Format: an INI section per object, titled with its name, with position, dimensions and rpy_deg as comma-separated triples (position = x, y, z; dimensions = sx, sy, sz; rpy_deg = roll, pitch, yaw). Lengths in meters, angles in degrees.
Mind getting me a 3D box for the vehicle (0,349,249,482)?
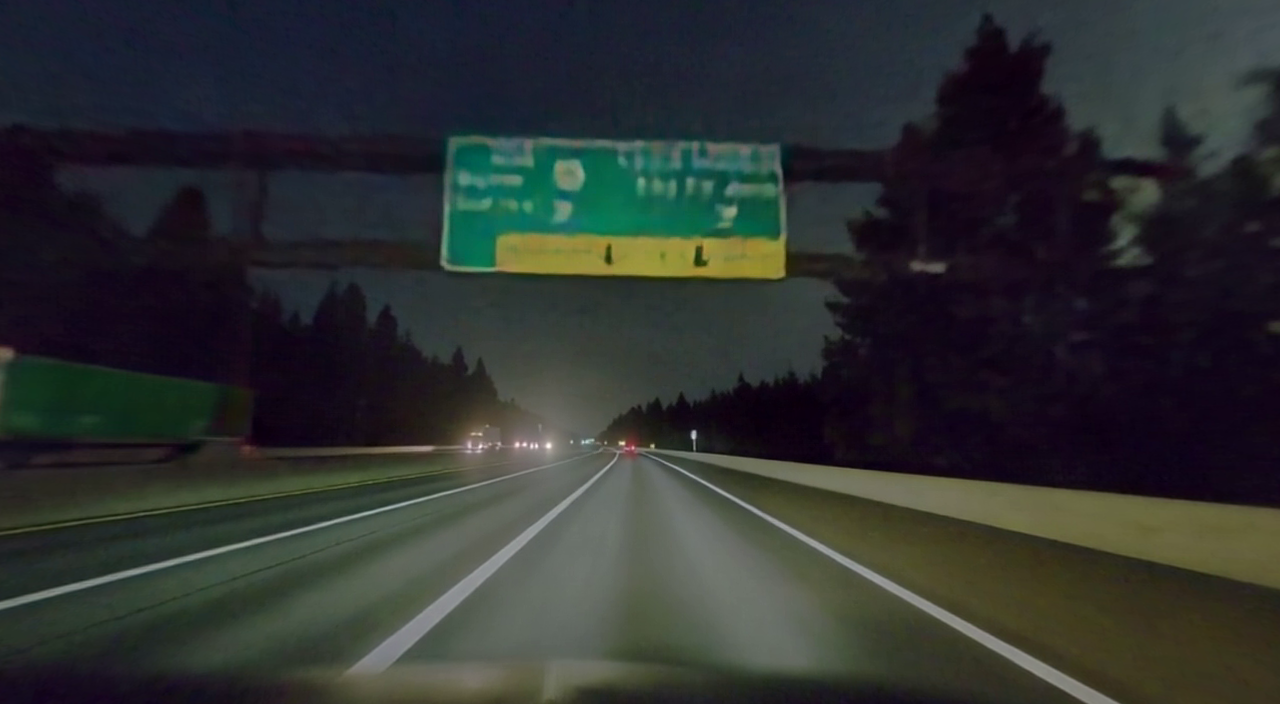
[vehicle]
position = -21.164, 2.746, 24.487
dimensions = 2.925, 4.030, 14.186
rpy_deg = 0, -9, -1
